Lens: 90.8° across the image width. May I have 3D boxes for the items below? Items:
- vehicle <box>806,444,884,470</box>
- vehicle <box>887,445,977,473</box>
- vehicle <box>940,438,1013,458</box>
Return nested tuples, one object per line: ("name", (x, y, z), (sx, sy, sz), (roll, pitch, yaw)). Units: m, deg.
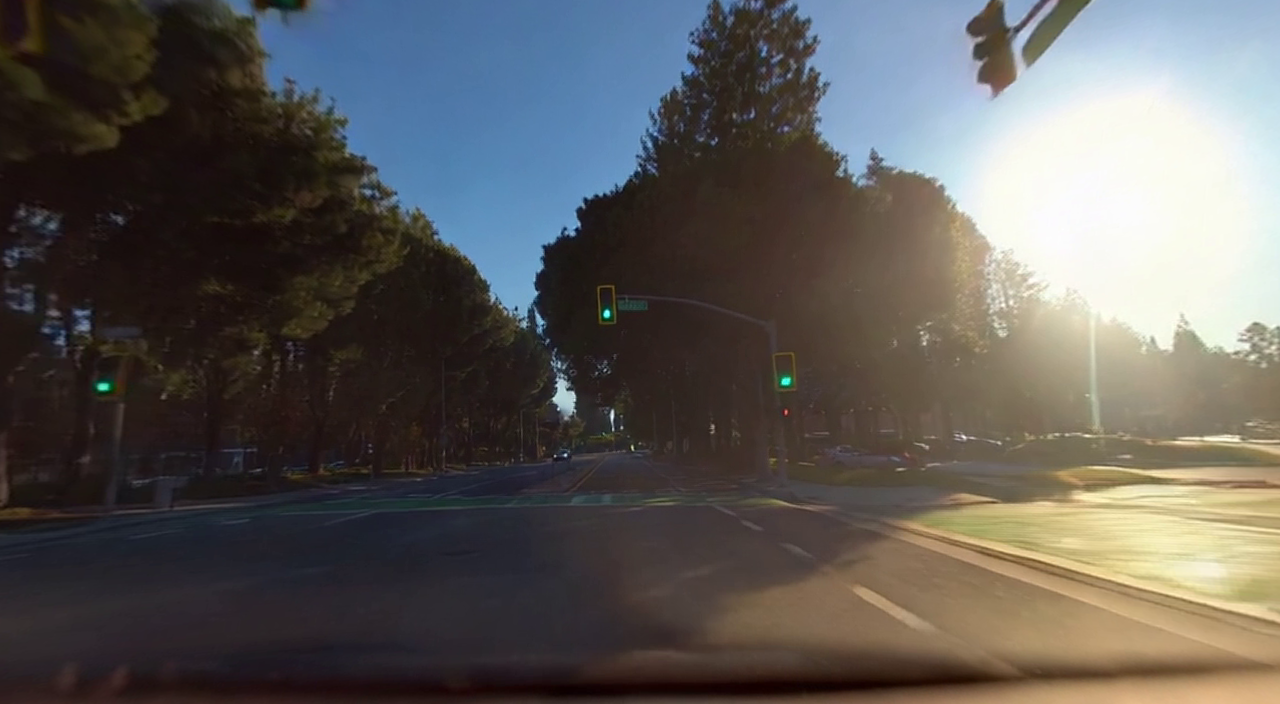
("vehicle", (14.035, 7.242, 43.494), (4.725, 1.716, 2.003), (0, -11, 4))
("vehicle", (15.246, 5.619, 33.138), (3.914, 1.415, 1.626), (0, -9, 2))
("vehicle", (26.373, 7.564, 49.615), (4.603, 1.484, 1.891), (0, -10, -1))
